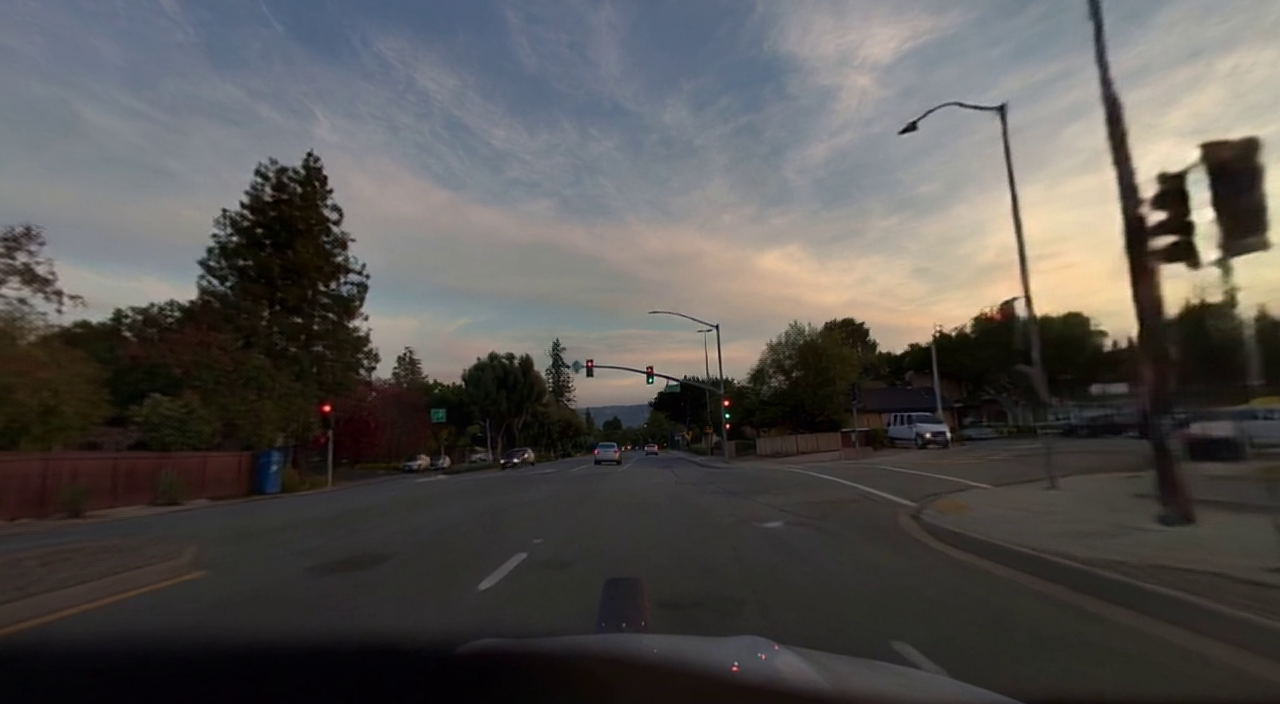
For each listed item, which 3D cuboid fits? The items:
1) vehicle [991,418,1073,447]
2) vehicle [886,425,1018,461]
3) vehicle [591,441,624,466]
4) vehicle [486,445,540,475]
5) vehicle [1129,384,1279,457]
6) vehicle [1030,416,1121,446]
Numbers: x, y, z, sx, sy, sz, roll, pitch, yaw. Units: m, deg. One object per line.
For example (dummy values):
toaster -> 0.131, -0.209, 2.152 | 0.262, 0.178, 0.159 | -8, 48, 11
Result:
vehicle -> 23.285, 4.846, 37.660 | 1.809, 1.477, 4.381 | -3, -8, -5
vehicle -> 13.269, 3.894, 27.008 | 4.665, 1.498, 1.866 | 0, -9, -2
vehicle -> -2.282, 7.334, 45.847 | 2.084, 1.701, 4.734 | 0, -8, 1
vehicle -> -7.366, 6.306, 37.048 | 2.122, 1.602, 4.369 | 0, -8, 2
vehicle -> 18.774, 2.108, 18.972 | 6.313, 2.043, 2.272 | 0, -8, -3
vehicle -> 25.913, 4.700, 37.762 | 1.833, 1.486, 4.890 | -3, -5, -2
